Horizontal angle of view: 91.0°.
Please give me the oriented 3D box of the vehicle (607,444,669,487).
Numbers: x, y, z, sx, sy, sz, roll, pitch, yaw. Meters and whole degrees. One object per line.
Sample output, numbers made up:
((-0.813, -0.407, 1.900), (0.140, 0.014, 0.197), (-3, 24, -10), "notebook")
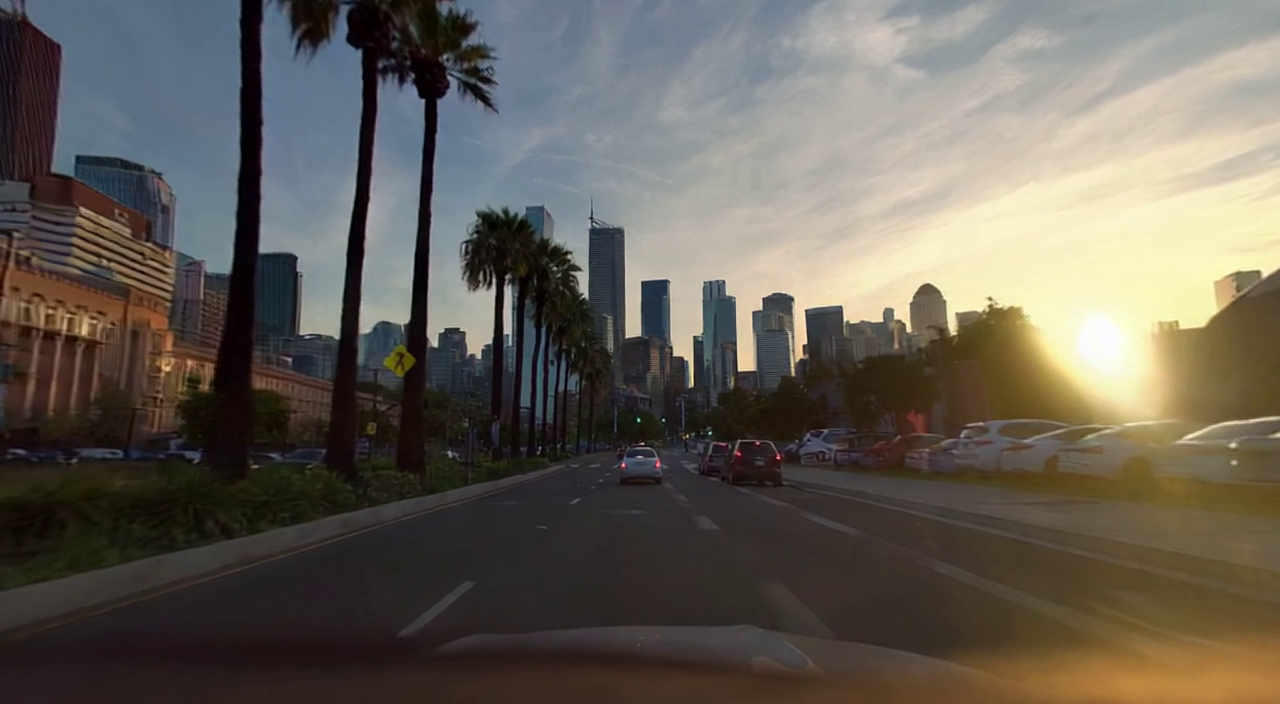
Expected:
((-0.075, 4.388, 24.576), (2.235, 1.528, 3.876), (0, -9, 0), "vehicle")

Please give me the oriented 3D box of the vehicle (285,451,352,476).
((-23.320, 8.101, 45.892), (2.075, 1.645, 5.270), (0, -9, 1), "vehicle")

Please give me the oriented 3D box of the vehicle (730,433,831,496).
((4.370, 3.590, 20.421), (2.136, 1.774, 4.778), (0, -9, 0), "vehicle")

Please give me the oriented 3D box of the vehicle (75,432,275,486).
((-30.659, 7.168, 42.904), (3.081, 3.048, 13.223), (0, -9, 3), "vehicle")

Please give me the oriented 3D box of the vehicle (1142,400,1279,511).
((12.759, 1.958, 12.017), (4.373, 1.859, 2.362), (1, -9, -4), "vehicle")
